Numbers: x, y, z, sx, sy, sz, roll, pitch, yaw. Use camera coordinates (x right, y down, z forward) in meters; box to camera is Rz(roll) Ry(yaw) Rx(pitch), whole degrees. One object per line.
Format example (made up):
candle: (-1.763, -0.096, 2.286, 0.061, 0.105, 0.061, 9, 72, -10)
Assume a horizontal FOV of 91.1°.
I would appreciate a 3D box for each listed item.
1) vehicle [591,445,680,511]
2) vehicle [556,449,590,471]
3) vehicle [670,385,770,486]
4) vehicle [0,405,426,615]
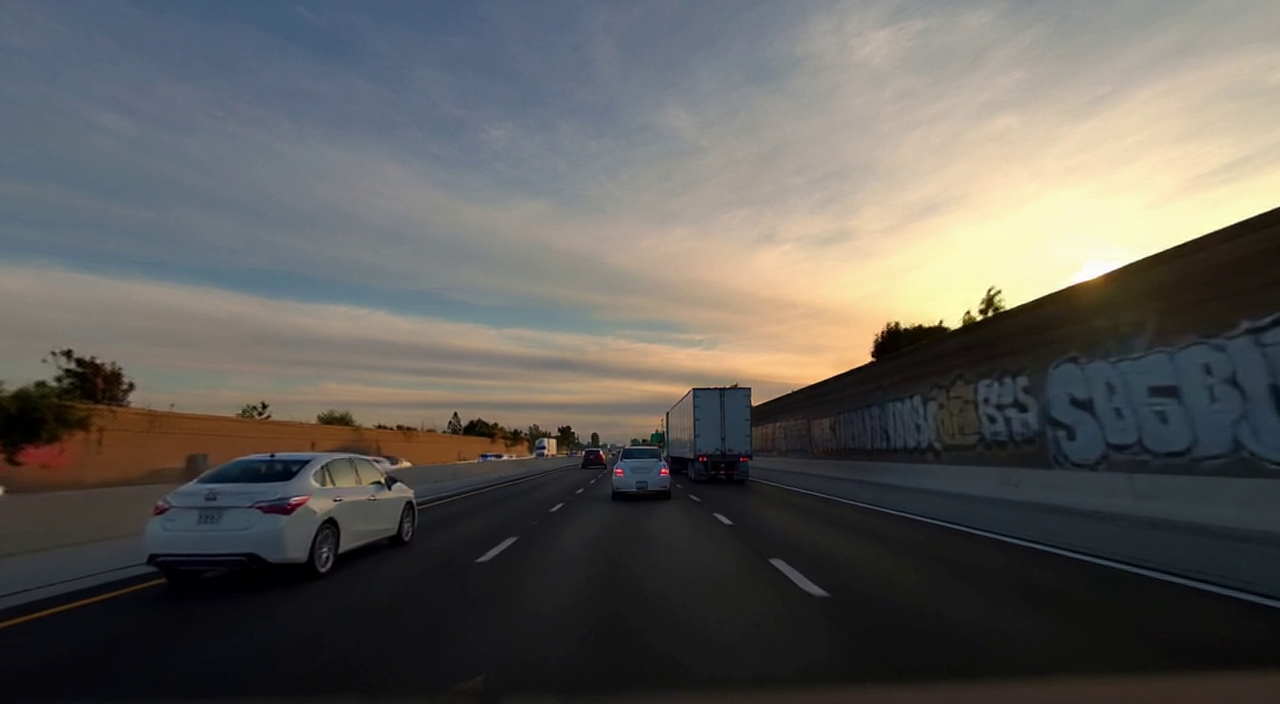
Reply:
vehicle: (-0.146, 3.166, 16.358, 2.033, 1.468, 4.015, 0, -9, -1)
vehicle: (-4.948, 8.044, 46.963, 2.067, 1.481, 4.085, 0, -9, 0)
vehicle: (3.559, 4.425, 32.563, 2.902, 4.014, 14.446, 0, -9, -1)
vehicle: (-4.456, 1.693, 7.754, 1.988, 1.750, 4.711, 0, -9, -1)
